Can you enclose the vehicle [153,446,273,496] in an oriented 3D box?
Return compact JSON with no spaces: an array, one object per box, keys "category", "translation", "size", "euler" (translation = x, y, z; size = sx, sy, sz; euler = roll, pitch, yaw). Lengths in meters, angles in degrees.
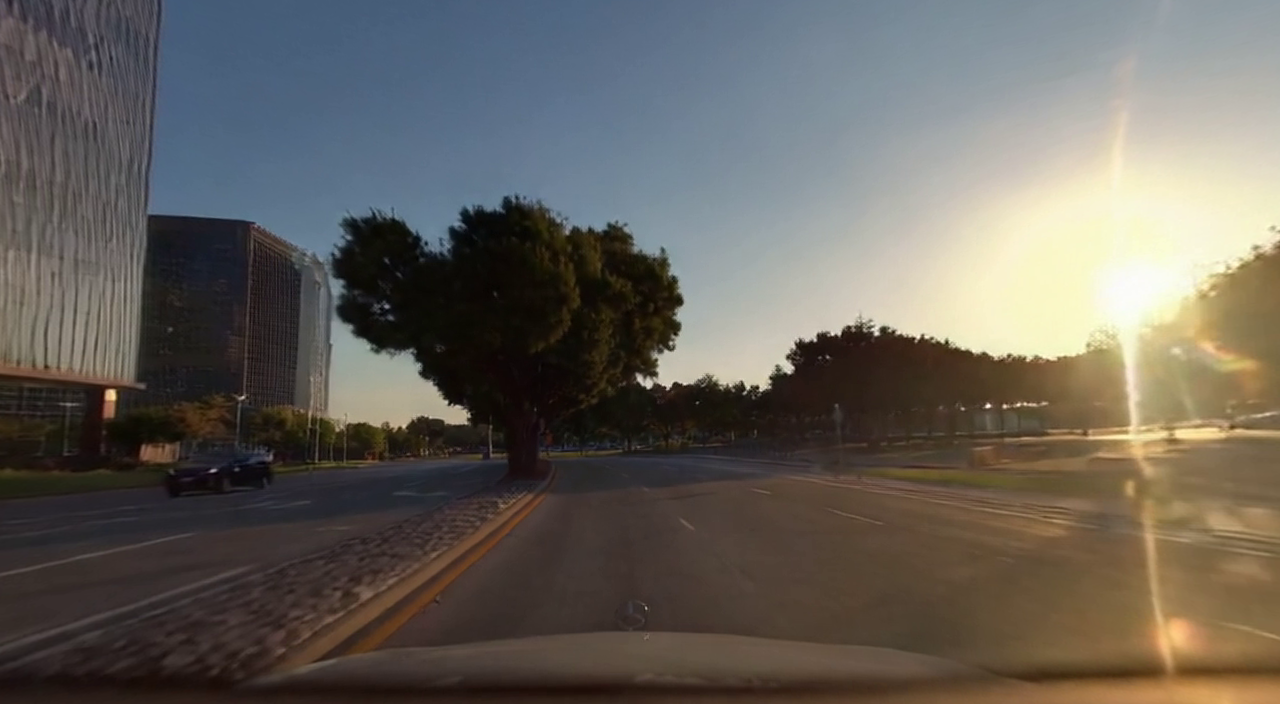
[{"category":"vehicle","translation":[-17.037,4.716,25.485],"size":[2.091,1.809,4.550],"euler":[1,-9,-7]}]
